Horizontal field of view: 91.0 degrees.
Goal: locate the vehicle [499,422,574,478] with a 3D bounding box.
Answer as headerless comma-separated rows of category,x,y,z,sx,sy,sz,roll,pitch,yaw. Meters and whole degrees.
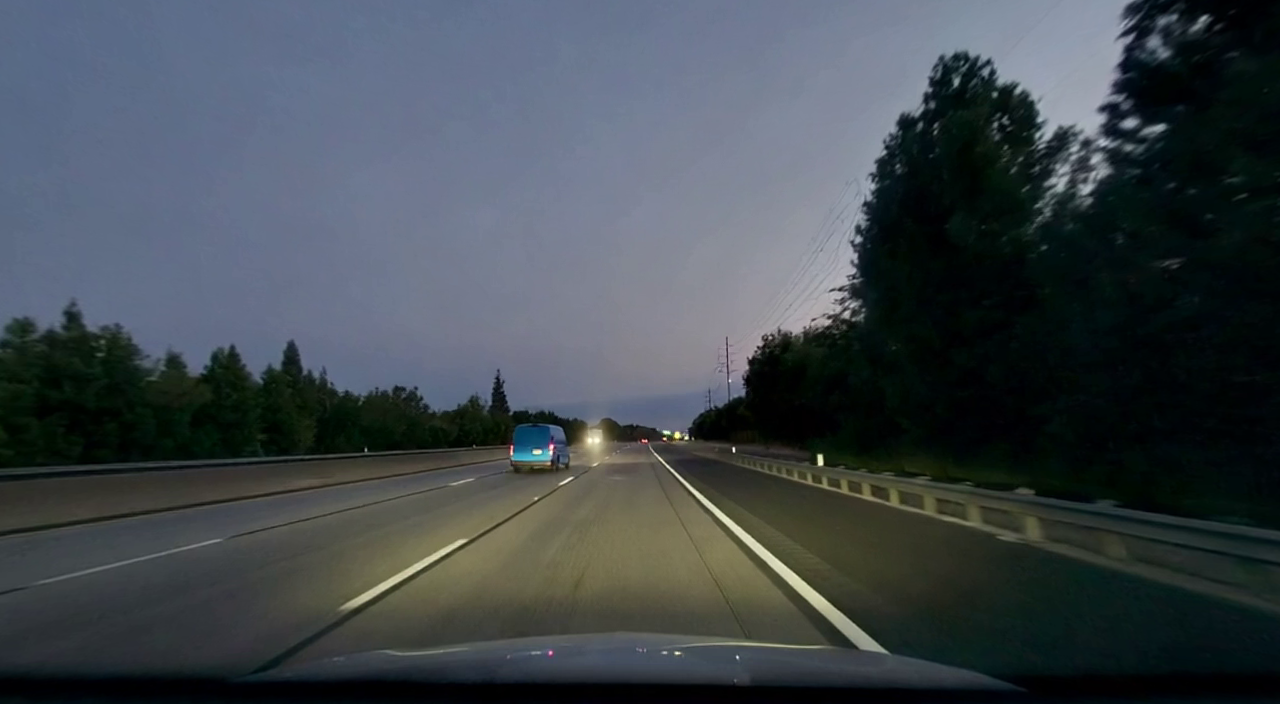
vehicle,-3.749,3.647,23.638,2.041,1.856,4.353,0,-8,0
